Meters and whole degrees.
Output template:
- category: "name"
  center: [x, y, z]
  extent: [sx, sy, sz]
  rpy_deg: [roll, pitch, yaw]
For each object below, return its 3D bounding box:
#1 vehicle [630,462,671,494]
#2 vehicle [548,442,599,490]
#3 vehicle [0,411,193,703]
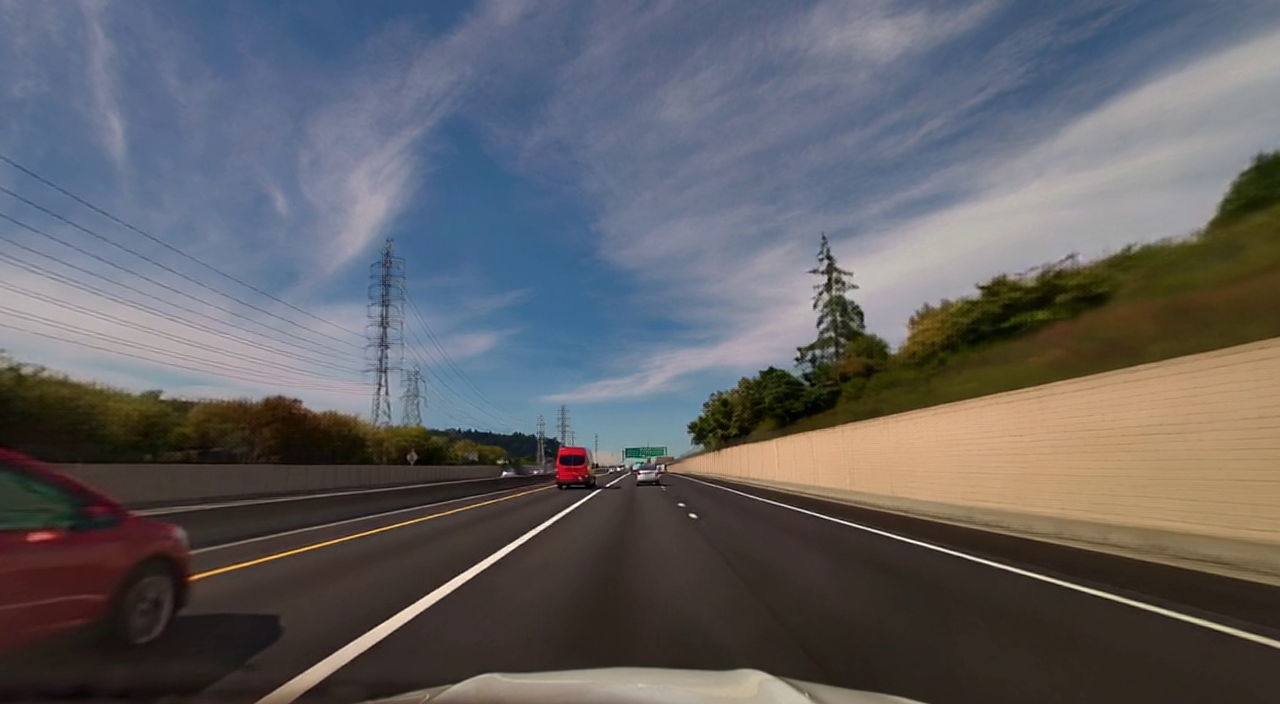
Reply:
- category: "vehicle"
  center: [0.521, 6.587, 33.028]
  extent: [2.006, 1.554, 3.863]
  rpy_deg: [1, -11, 0]
- category: "vehicle"
  center: [-3.909, 7.008, 38.612]
  extent: [2.394, 2.609, 6.875]
  rpy_deg: [1, -11, 0]
- category: "vehicle"
  center: [-4.343, 0.902, 2.302]
  extent: [2.023, 1.541, 4.543]
  rpy_deg: [1, -11, 0]
